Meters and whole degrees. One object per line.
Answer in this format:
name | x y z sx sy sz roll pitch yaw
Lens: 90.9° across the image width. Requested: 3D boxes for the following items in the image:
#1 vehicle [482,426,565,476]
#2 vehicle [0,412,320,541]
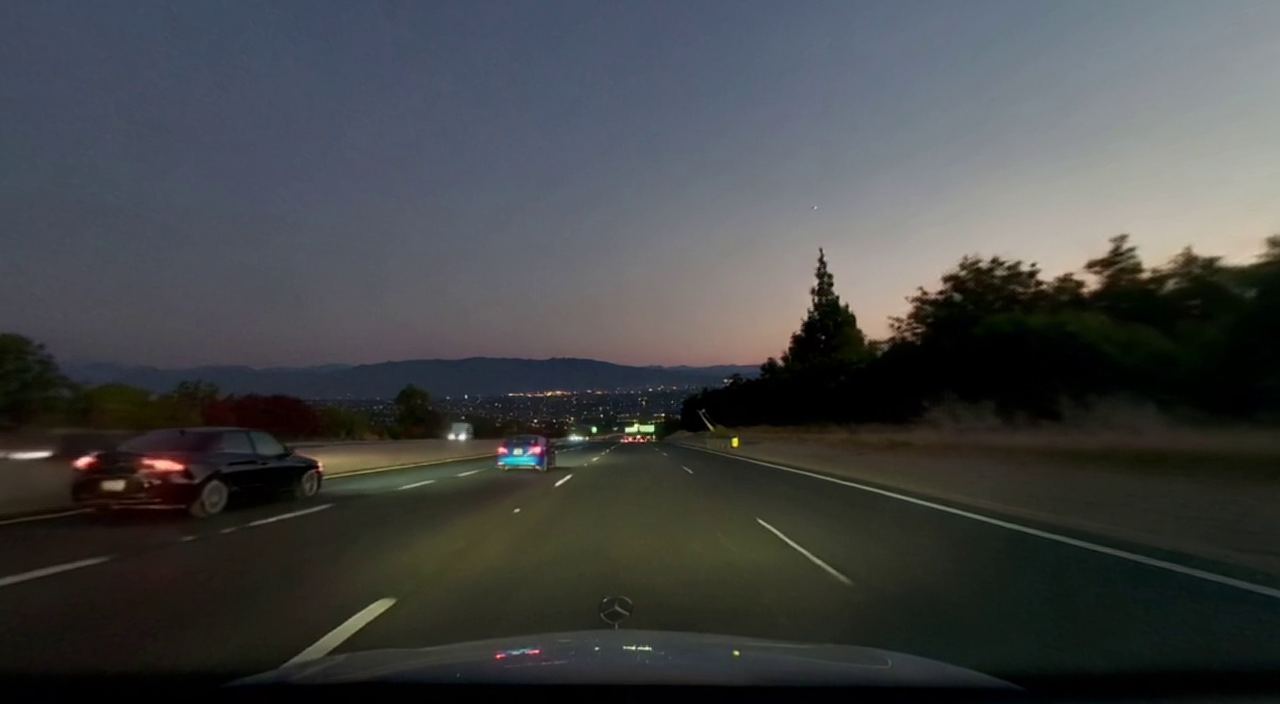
vehicle | -3.829 3.314 21.487 2.026 1.517 4.325 0 -7 0
vehicle | -7.261 1.801 9.965 1.983 1.535 4.652 0 -7 -1
